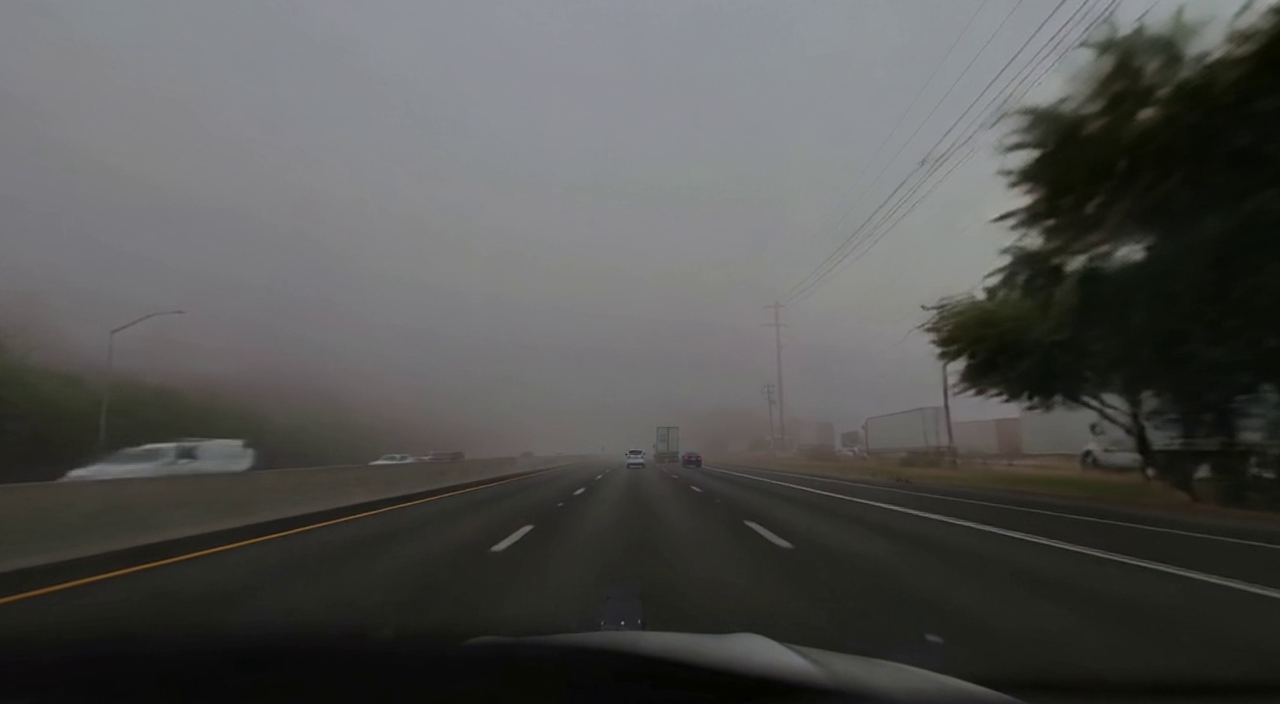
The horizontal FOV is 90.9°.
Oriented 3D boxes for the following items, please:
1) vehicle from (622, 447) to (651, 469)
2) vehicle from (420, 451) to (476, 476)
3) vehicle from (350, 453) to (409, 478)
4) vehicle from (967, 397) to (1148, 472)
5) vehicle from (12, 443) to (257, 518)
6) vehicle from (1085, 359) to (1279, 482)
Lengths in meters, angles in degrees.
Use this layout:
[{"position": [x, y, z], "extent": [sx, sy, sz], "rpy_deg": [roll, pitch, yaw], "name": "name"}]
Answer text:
[{"position": [-0.273, 8.227, 49.050], "extent": [2.111, 1.599, 3.859], "rpy_deg": [0, -9, 0], "name": "vehicle"}, {"position": [-11.898, 6.918, 39.372], "extent": [2.010, 1.472, 4.552], "rpy_deg": [0, -9, 1], "name": "vehicle"}, {"position": [-16.058, 6.991, 39.057], "extent": [1.862, 1.473, 4.209], "rpy_deg": [0, -9, 1], "name": "vehicle"}, {"position": [24.153, 5.088, 37.832], "extent": [2.849, 3.732, 12.220], "rpy_deg": [-1, -9, 2], "name": "vehicle"}, {"position": [-11.771, 2.992, 15.256], "extent": [1.950, 1.505, 4.757], "rpy_deg": [0, -9, 0], "name": "vehicle"}, {"position": [23.616, 2.402, 22.028], "extent": [2.915, 4.218, 17.329], "rpy_deg": [0, -9, -2], "name": "vehicle"}]
